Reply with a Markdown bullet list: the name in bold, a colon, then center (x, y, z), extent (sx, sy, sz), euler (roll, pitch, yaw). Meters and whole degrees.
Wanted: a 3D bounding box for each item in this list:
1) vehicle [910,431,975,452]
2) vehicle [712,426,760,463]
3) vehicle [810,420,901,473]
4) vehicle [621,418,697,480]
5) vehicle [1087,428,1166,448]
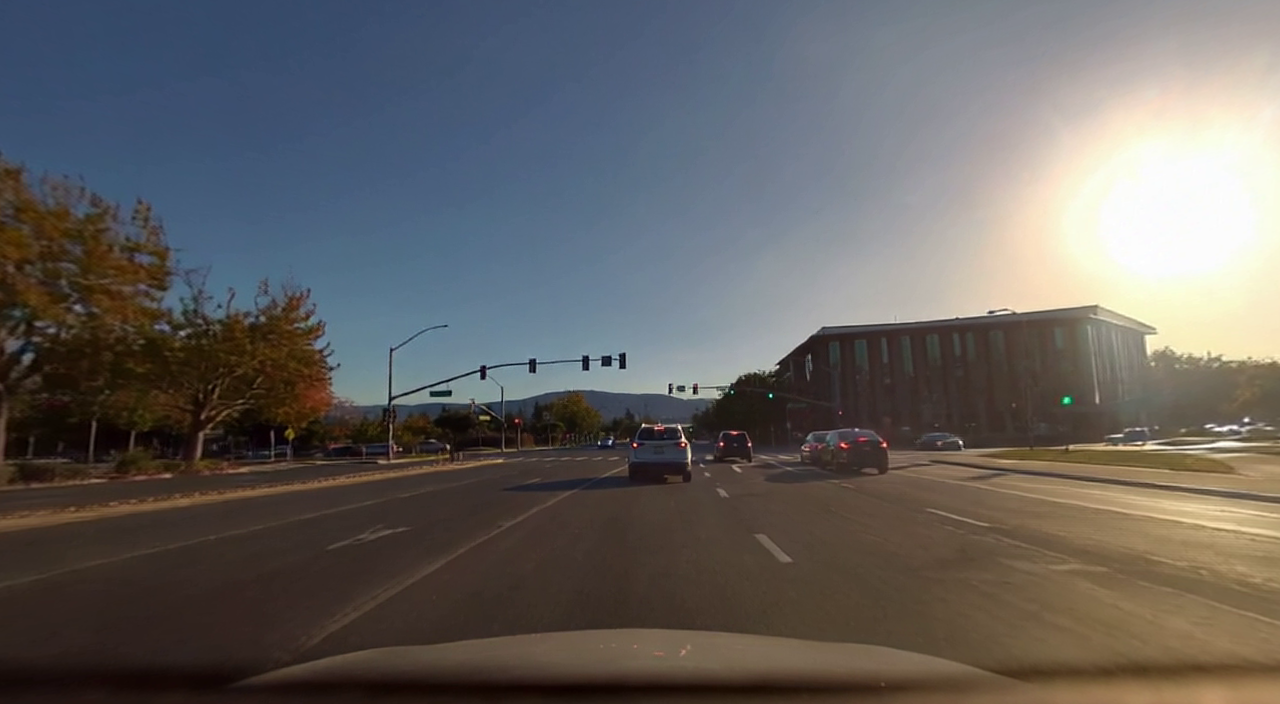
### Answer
- **vehicle**: center (23.764, 7.014, 49.684), extent (4.482, 1.465, 1.831), euler (-3, -11, 29)
- **vehicle**: center (4.865, 4.796, 32.559), extent (2.188, 1.774, 4.646), euler (-1, -9, 6)
- **vehicle**: center (7.992, 3.594, 23.951), extent (2.074, 1.791, 4.393), euler (0, -9, 3)
- **vehicle**: center (0.662, 3.191, 20.739), extent (2.211, 1.795, 4.179), euler (0, -9, 3)
- **vehicle**: center (37.575, 6.710, 48.915), extent (4.596, 1.468, 1.785), euler (-6, -11, 31)
